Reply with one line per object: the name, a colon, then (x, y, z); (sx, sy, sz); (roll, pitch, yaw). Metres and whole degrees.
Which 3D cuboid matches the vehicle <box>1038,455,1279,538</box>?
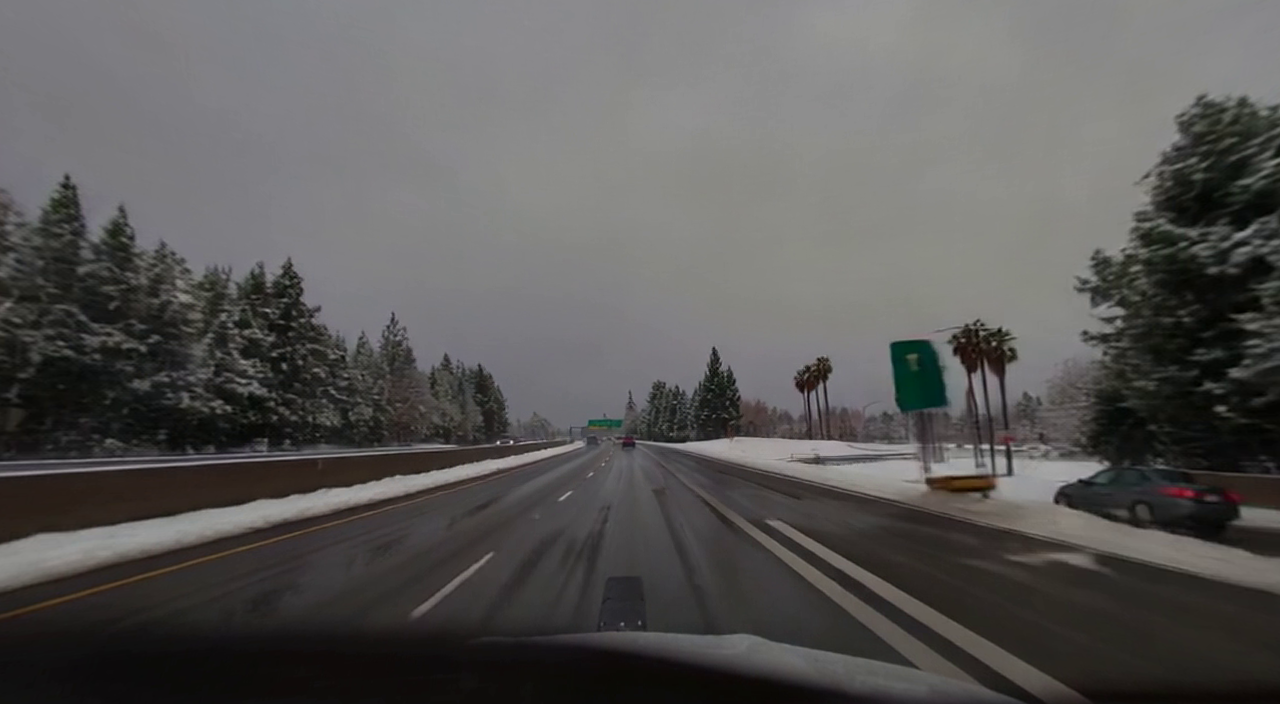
vehicle: (11.727, 3.278, 14.665); (2.037, 1.487, 4.962); (1, -11, 6)
